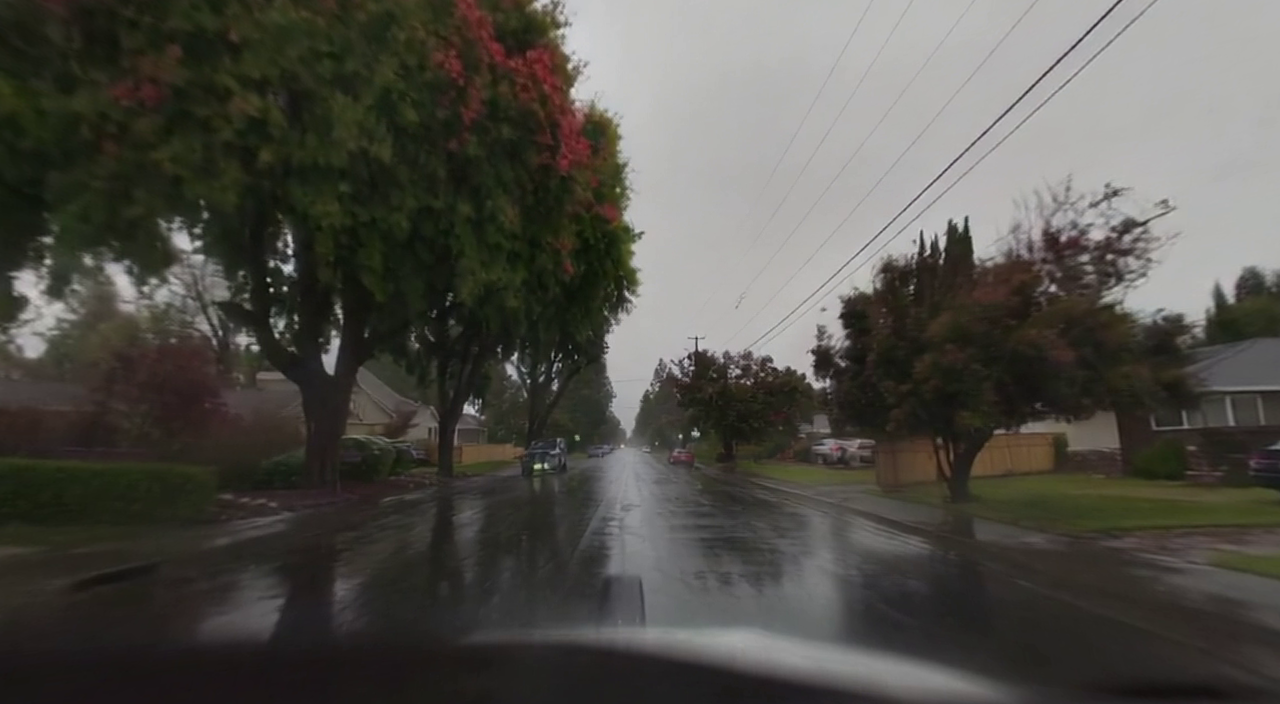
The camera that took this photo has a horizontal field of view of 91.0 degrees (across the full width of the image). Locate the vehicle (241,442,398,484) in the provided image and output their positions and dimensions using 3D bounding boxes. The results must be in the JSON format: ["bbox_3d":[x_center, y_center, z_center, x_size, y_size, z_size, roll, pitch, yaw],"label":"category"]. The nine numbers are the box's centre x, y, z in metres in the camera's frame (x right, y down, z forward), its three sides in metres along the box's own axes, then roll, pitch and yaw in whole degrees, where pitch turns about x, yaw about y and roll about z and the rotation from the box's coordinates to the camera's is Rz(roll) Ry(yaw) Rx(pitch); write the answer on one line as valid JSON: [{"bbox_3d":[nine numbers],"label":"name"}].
[{"bbox_3d":[-12.403,4.320,24.612,4.977,1.558,2.079,0,-9,0],"label":"vehicle"}]

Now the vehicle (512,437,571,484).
[{"bbox_3d":[-5.578,6.183,36.435,2.482,2.054,5.323,1,-3,1],"label":"vehicle"}]

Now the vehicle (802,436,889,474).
[{"bbox_3d":[10.038,5.043,30.964,3.647,1.784,1.650,-1,-8,1],"label":"vehicle"}]
